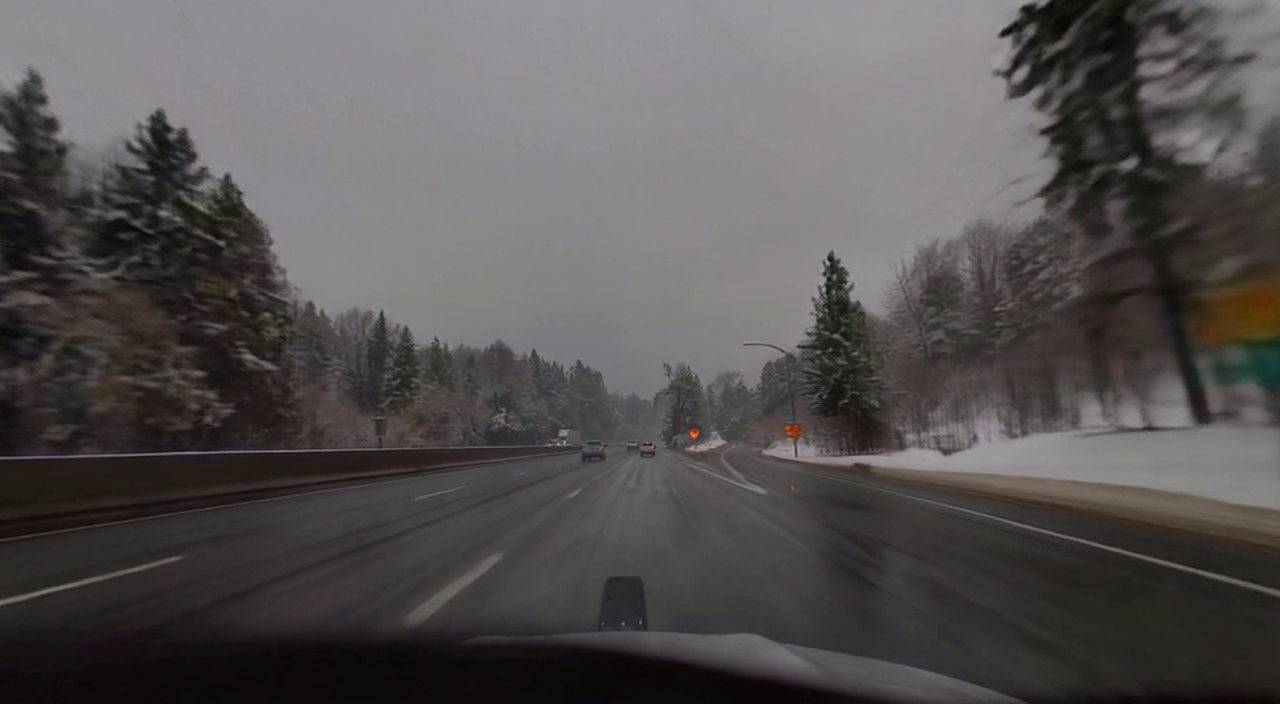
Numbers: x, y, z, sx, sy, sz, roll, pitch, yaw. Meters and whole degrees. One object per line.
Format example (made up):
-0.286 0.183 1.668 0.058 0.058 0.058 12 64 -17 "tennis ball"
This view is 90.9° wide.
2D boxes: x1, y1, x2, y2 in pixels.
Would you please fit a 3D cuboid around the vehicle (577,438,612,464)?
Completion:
-3.260 7.200 45.927 2.129 1.742 4.217 -1 -8 2 "vehicle"
